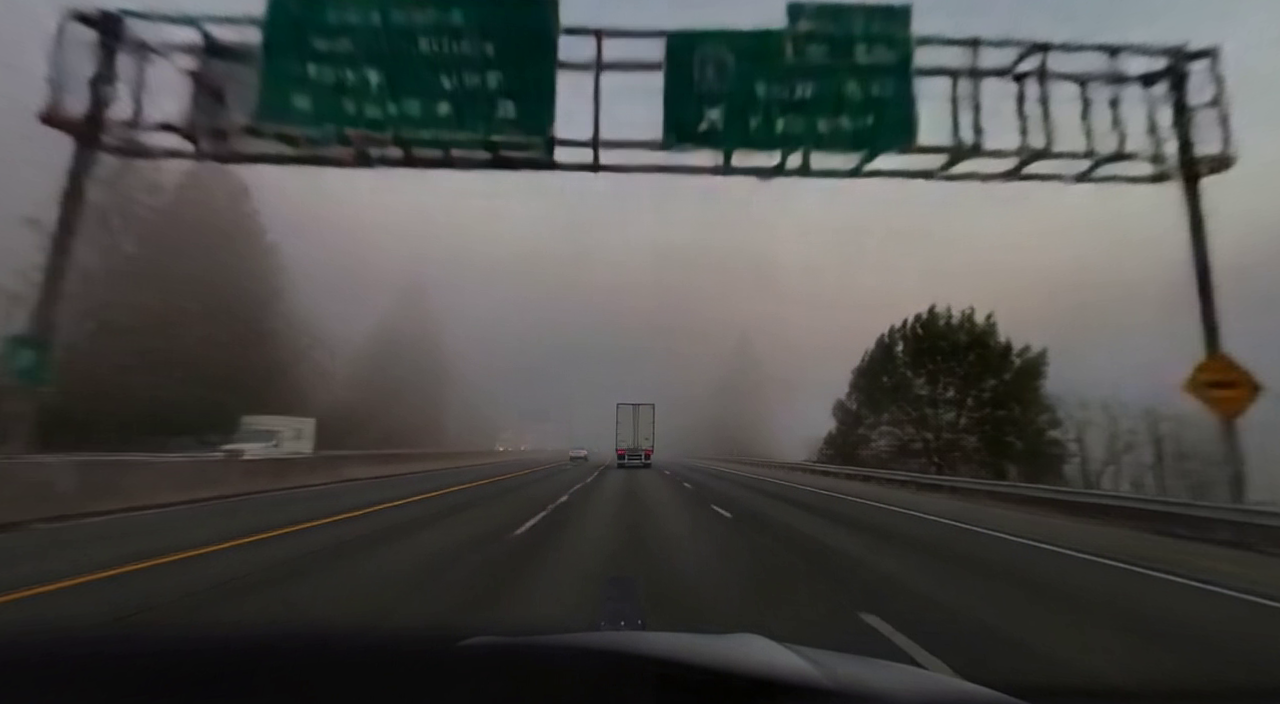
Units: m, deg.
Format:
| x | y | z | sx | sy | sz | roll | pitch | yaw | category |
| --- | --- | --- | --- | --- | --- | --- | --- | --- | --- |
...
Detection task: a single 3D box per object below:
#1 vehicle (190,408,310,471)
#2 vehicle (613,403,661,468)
| x | y | z | sx | sy | sz | roll | pitch | yaw | category |
| --- | --- | --- | --- | --- | --- | --- | --- | --- | --- |
| -17.197 | 3.940 | 28.180 | 2.136 | 2.560 | 5.054 | 0 | -9 | -1 | vehicle |
| -0.333 | 5.996 | 44.466 | 2.962 | 3.953 | 10.696 | 0 | -9 | -2 | vehicle |
